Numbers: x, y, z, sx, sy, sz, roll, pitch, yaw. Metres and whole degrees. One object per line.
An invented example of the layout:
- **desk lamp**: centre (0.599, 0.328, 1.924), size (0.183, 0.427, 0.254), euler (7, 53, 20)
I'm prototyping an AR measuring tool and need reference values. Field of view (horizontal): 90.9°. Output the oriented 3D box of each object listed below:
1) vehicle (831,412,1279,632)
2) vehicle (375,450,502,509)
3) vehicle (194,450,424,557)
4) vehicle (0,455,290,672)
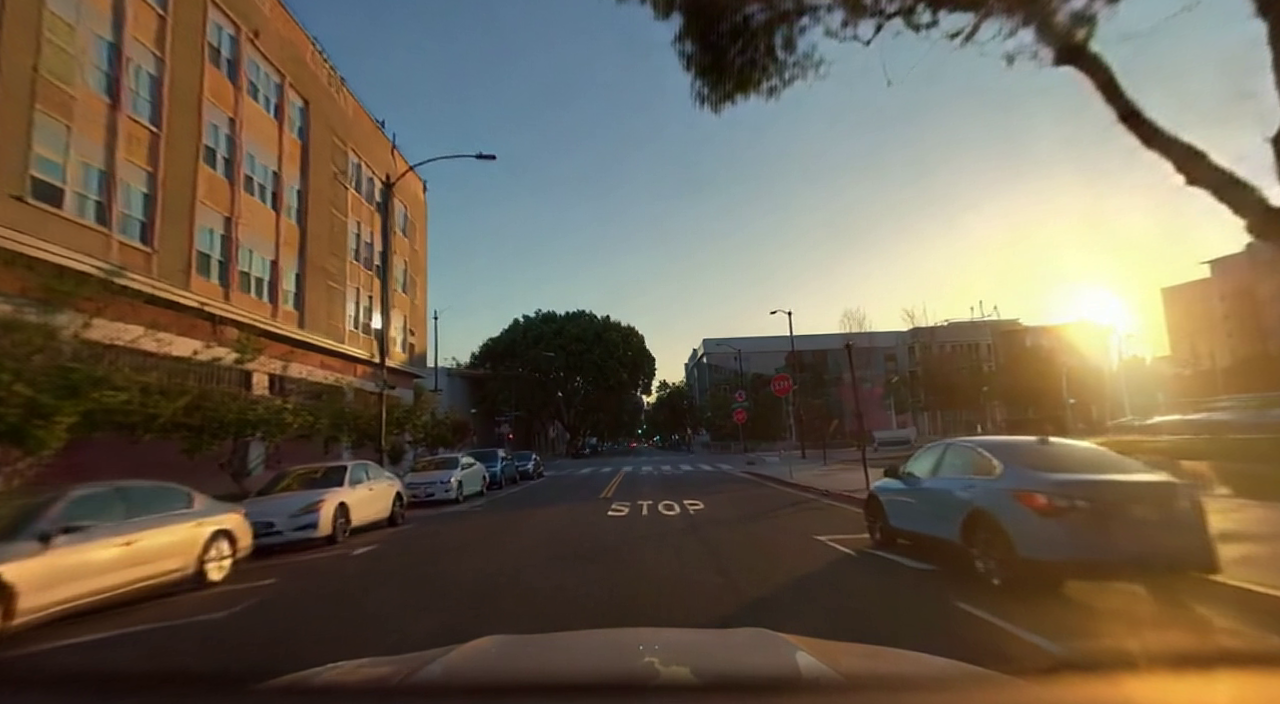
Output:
- **vehicle**: centre (3.784, 1.520, 6.705), size (1.978, 1.554, 4.192), euler (0, -8, -3)
- **vehicle**: centre (-5.566, 3.563, 18.134), size (2.131, 1.407, 4.547), euler (0, -8, 0)
- **vehicle**: centre (-5.548, 2.543, 11.351), size (1.834, 1.463, 4.337), euler (0, -8, -1)
- **vehicle**: centre (-5.503, 1.724, 5.692), size (1.873, 1.448, 5.013), euler (0, -8, -1)
